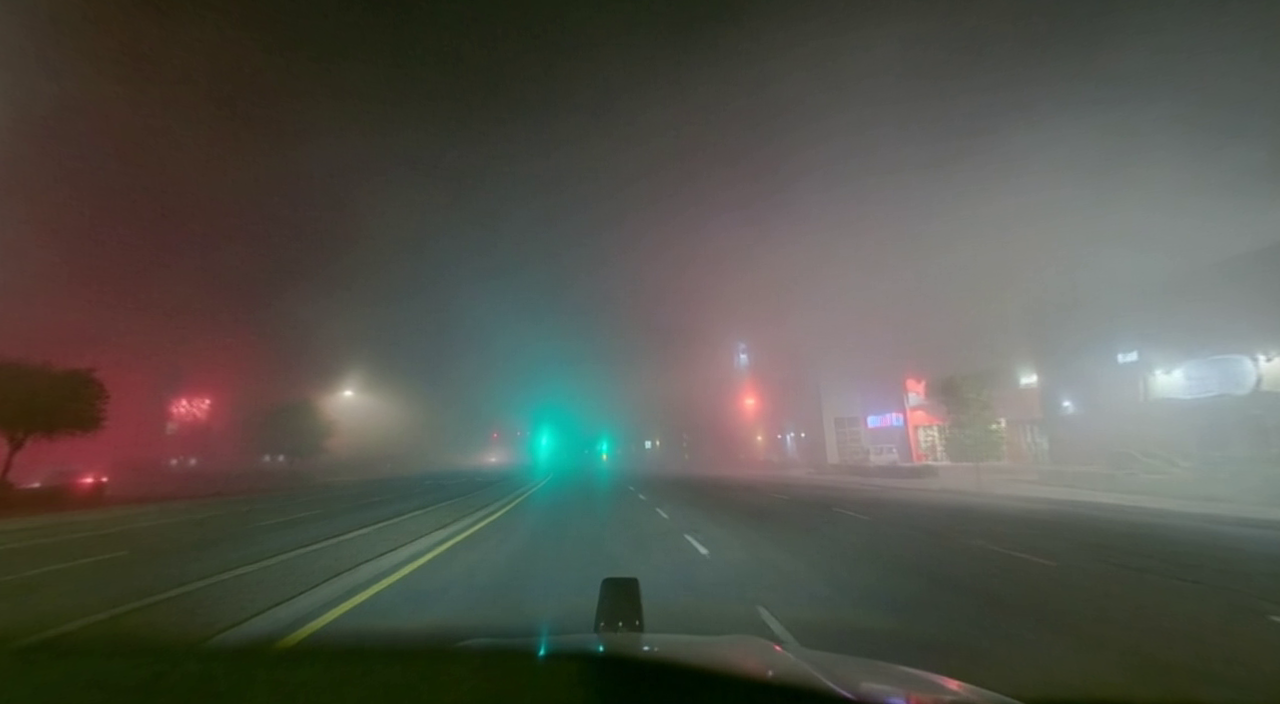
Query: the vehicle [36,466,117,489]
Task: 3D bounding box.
[{"bbox_3d":[-41.373,9.172,46.467,3.994,1.491,1.730,4,-9,-26],"label":"vehicle"}]
